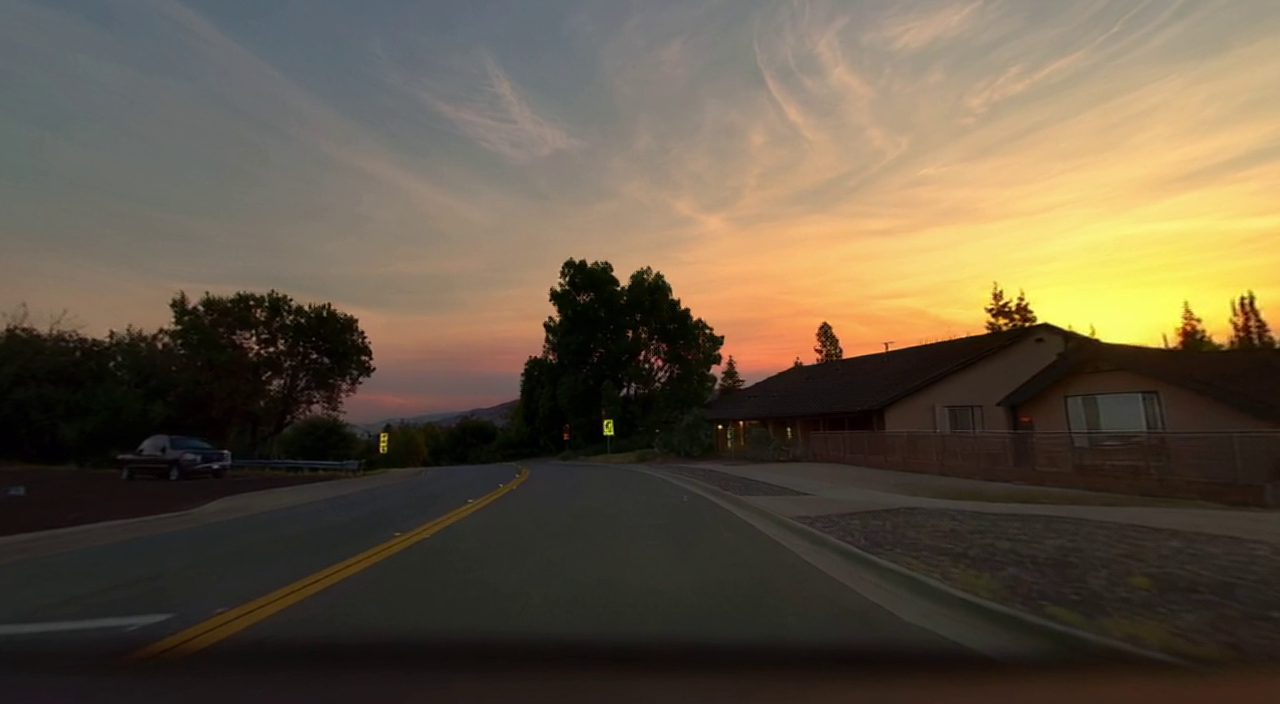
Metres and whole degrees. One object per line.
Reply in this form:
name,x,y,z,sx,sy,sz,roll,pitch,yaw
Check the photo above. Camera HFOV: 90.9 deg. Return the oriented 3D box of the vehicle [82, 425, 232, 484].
vehicle,-17.882,3.772,23.357,4.699,1.996,2.116,-4,-9,21
